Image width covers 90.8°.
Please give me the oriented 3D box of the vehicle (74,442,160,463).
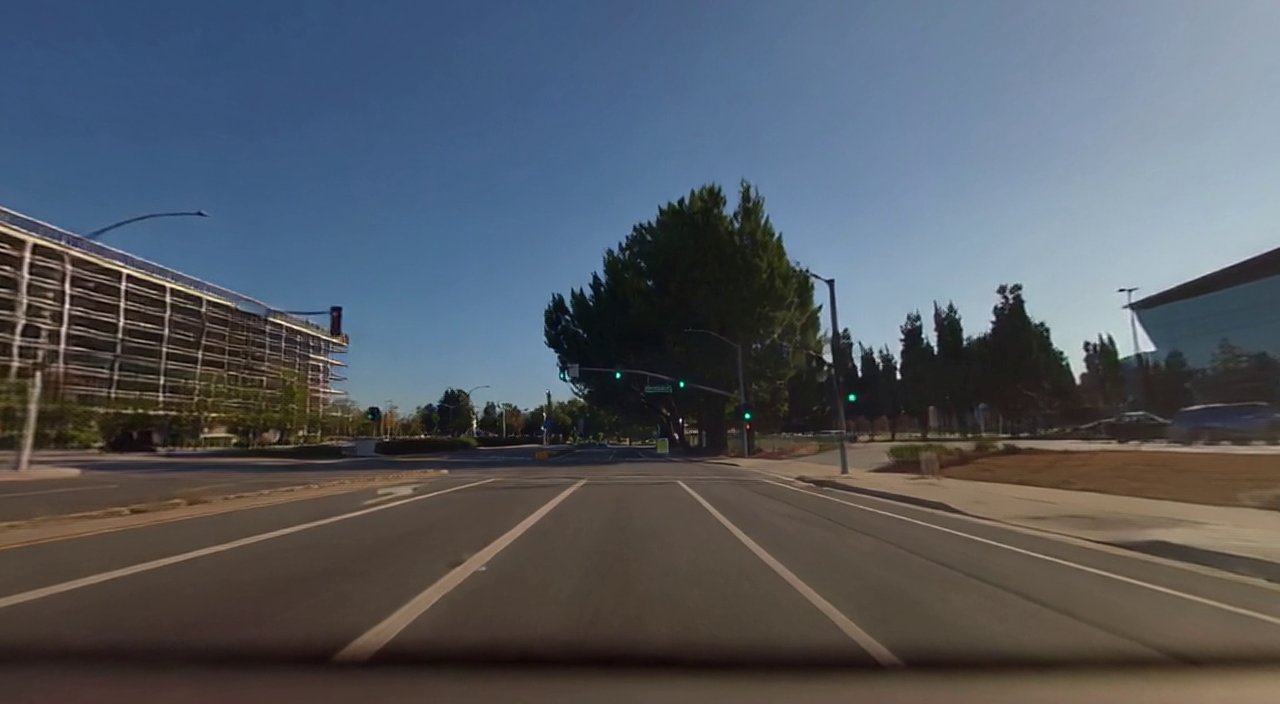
[{"bbox_3d":[-38.095,7.338,46.172,4.390,1.482,1.781,3,-9,-22],"label":"vehicle"}]
